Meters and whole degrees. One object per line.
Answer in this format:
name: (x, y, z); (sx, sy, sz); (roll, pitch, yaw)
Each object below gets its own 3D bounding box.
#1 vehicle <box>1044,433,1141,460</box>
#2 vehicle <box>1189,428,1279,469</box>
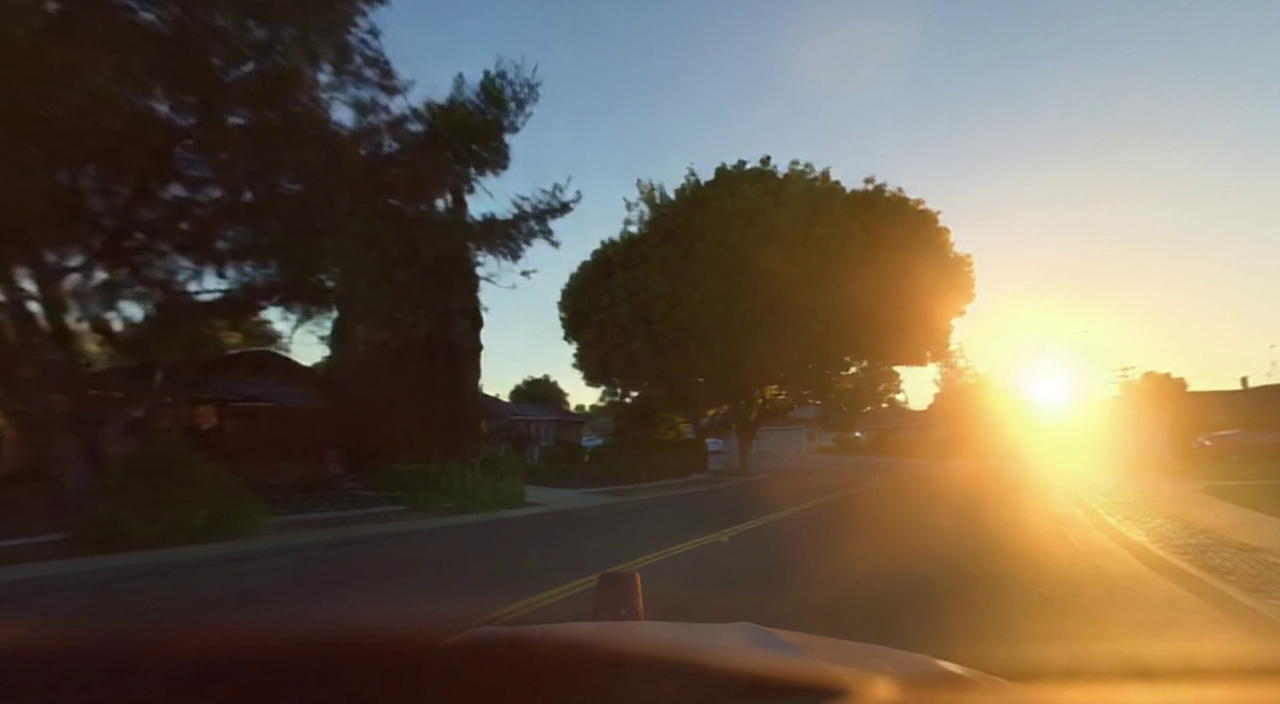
vehicle: (30.273, 6.352, 42.384); (4.799, 1.451, 2.144); (-4, -8, -2)
vehicle: (27.137, 4.158, 27.521); (4.327, 1.573, 1.967); (-9, -13, 28)
